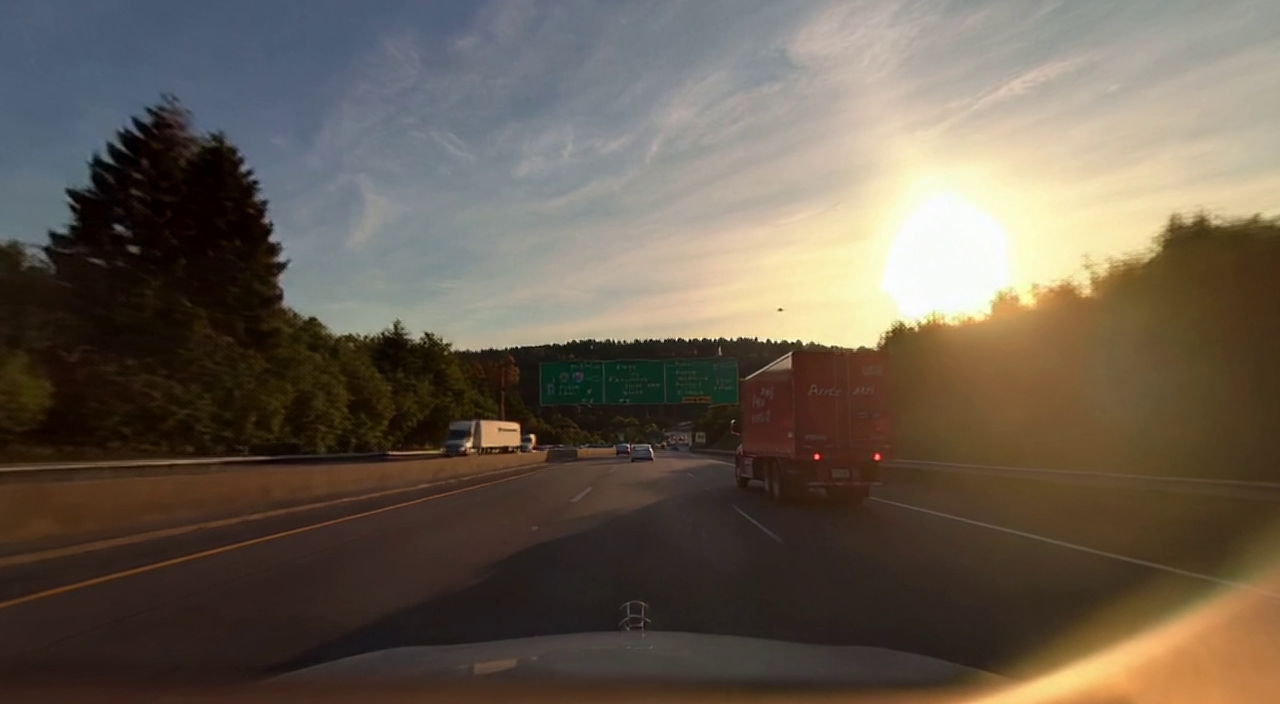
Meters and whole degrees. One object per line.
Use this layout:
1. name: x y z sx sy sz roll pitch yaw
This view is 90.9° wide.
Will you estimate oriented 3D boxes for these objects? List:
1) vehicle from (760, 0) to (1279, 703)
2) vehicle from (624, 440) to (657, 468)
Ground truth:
1. vehicle: 4.416 0.454 7.949 3.011 4.028 13.890 0 -9 0
2. vehicle: 0.039 6.613 40.799 2.067 1.690 3.901 0 -9 0
